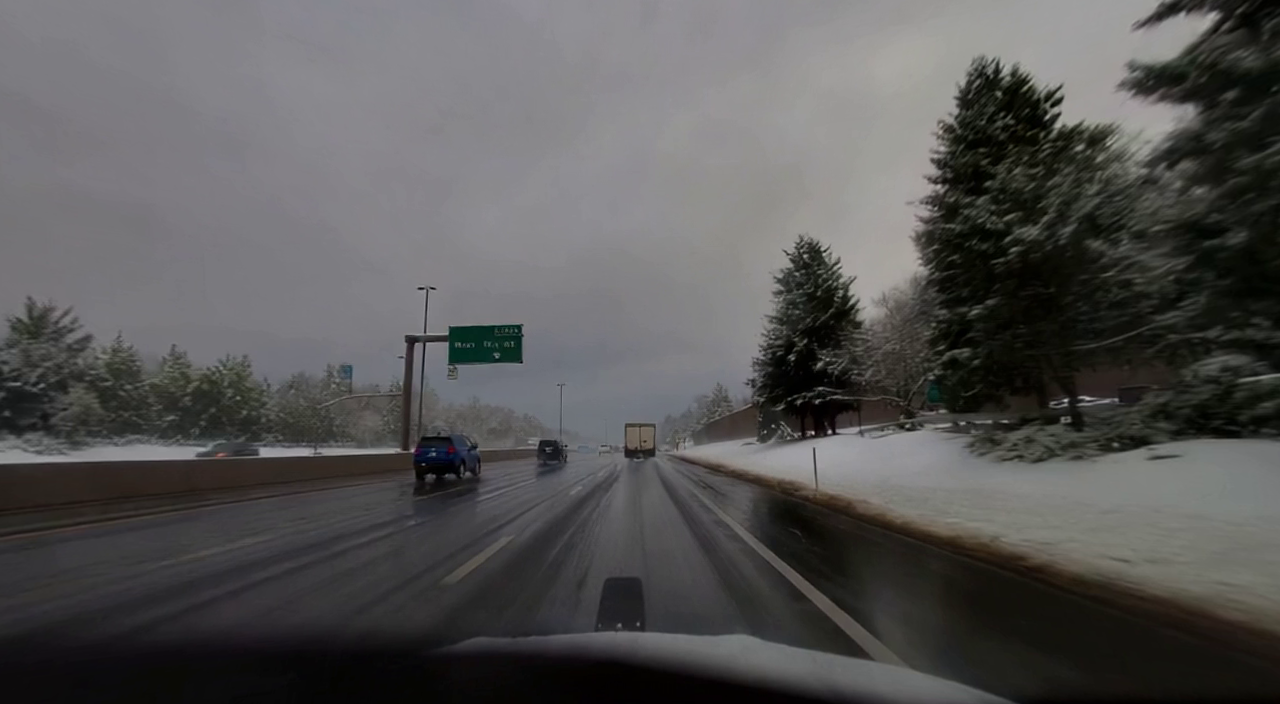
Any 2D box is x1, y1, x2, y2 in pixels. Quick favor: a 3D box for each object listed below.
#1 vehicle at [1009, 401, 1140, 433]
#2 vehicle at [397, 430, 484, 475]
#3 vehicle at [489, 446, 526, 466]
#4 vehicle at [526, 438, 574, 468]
[{"bbox_3d":[27.068,4.182,39.577,2.401,1.540,6.222,4,-11,-29],"label":"vehicle"},{"bbox_3d":[-10.650,5.446,34.278,2.571,2.169,6.443,0,-9,0],"label":"vehicle"},{"bbox_3d":[-10.105,7.971,48.283,1.909,1.475,4.199,0,-9,1],"label":"vehicle"},{"bbox_3d":[-6.366,7.229,45.260,2.502,1.997,5.697,0,-9,0],"label":"vehicle"}]
